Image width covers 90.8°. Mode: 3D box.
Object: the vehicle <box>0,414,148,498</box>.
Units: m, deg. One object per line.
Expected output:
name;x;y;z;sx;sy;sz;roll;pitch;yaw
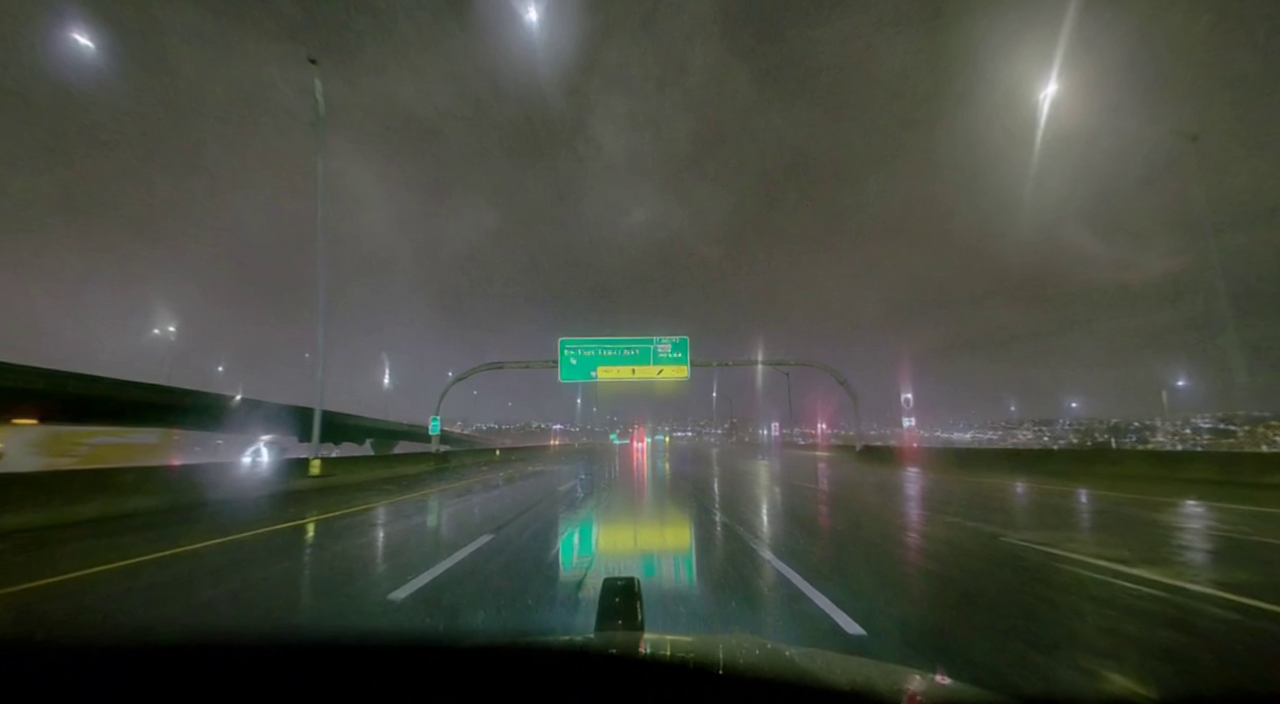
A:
vehicle;-15.059;2.494;15.248;2.031;1.831;5.342;0;-8;0

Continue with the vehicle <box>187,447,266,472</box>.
vehicle;-31.953;8.291;49.060;2.240;1.819;5.724;0;-8;1
